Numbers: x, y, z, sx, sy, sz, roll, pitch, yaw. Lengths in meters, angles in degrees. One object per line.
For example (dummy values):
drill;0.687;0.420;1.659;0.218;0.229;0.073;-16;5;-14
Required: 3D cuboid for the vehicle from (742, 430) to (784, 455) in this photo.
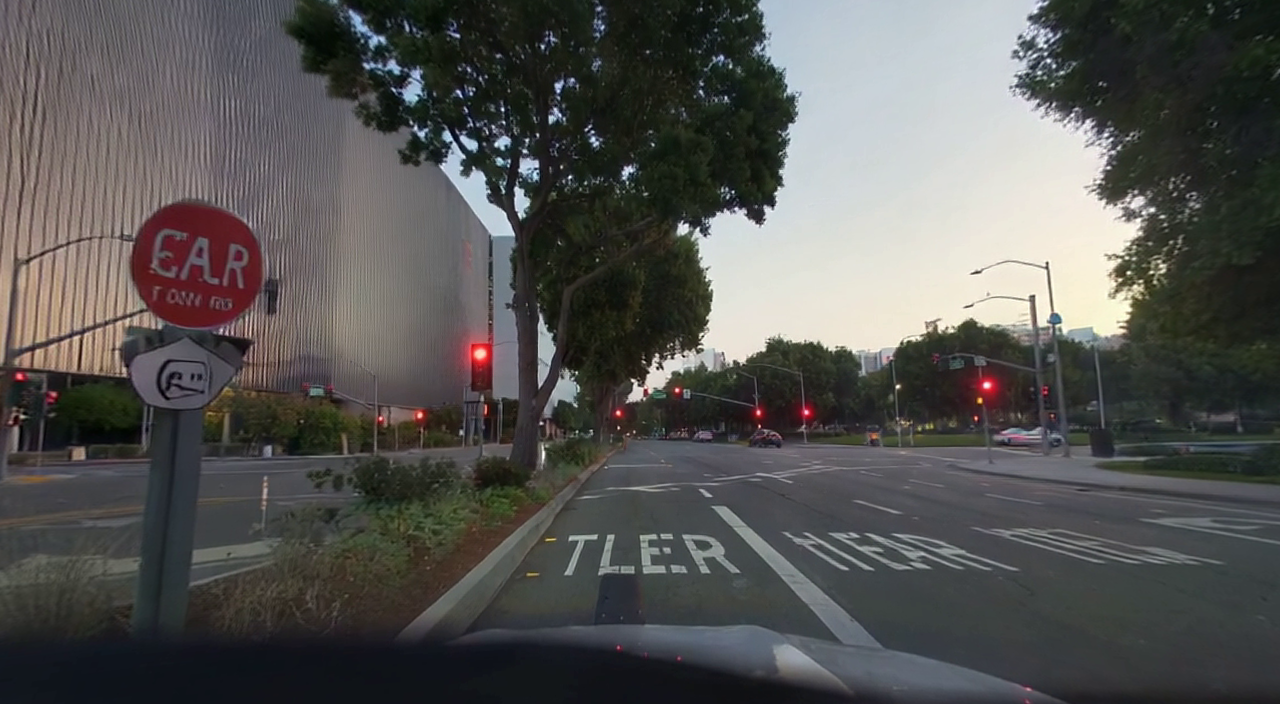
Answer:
vehicle;9.613;7.132;49.590;2.156;1.881;4.743;0;-8;-2
